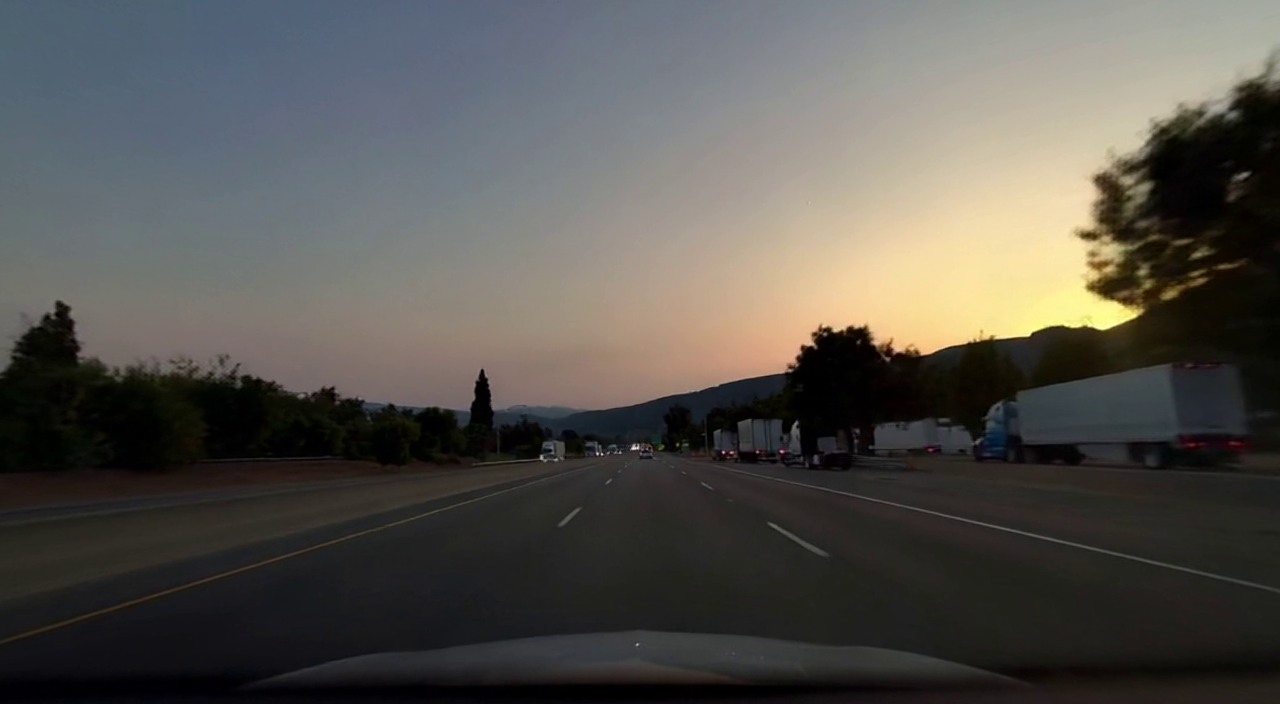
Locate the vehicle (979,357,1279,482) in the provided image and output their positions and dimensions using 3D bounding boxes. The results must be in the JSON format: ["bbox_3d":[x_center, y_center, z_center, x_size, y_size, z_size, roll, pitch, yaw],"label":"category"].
[{"bbox_3d":[20.952,3.404,28.715,2.849,4.148,14.184,-3,-9,0],"label":"vehicle"}]

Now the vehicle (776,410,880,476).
[{"bbox_3d":[11.448,5.847,39.909,2.741,3.505,12.591,0,-9,0],"label":"vehicle"}]
